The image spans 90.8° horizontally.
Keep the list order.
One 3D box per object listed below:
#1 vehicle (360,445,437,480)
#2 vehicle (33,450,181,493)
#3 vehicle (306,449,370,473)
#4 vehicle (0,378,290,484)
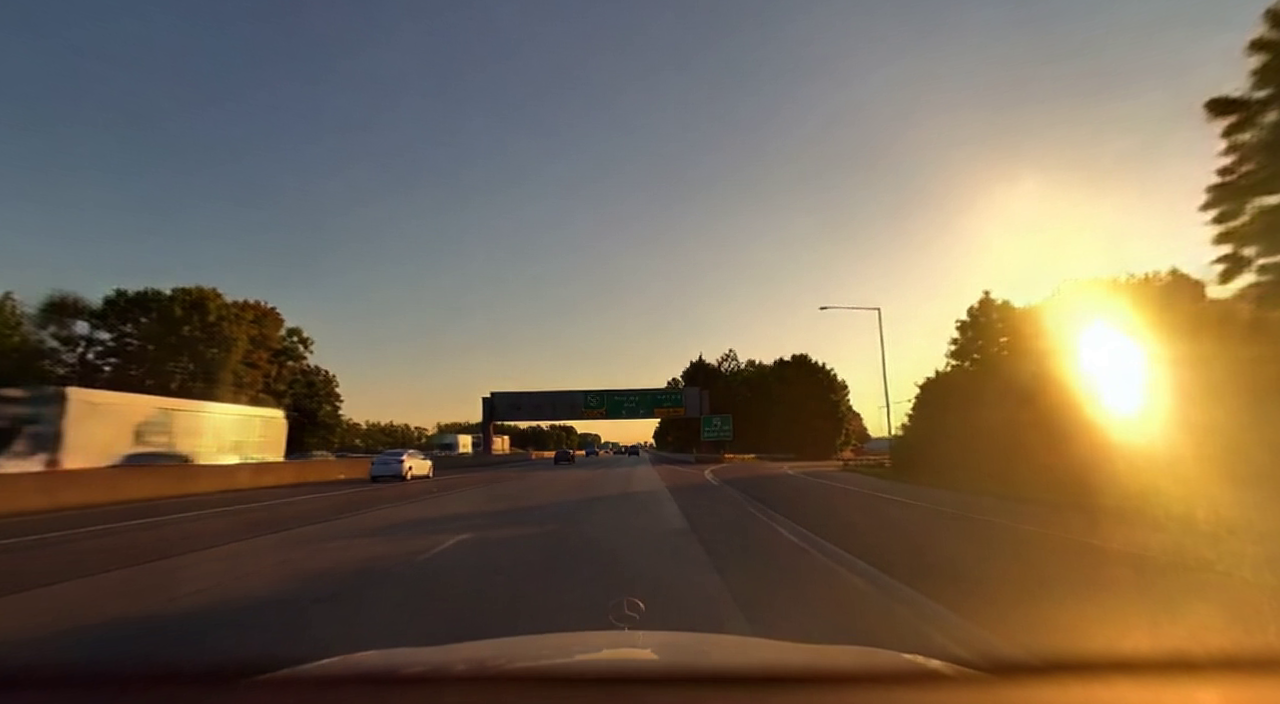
[{"bbox_3d":[-11.467,5.246,30.285,1.981,1.503,4.207,0,-8,1],"label":"vehicle"},{"bbox_3d":[-19.472,4.355,23.338,1.824,1.416,4.207,0,-9,0],"label":"vehicle"},{"bbox_3d":[-19.378,6.976,40.699,2.293,1.429,3.739,0,-8,0],"label":"vehicle"},{"bbox_3d":[-23.770,4.104,30.914,3.500,3.728,17.219,-1,-9,0],"label":"vehicle"}]
